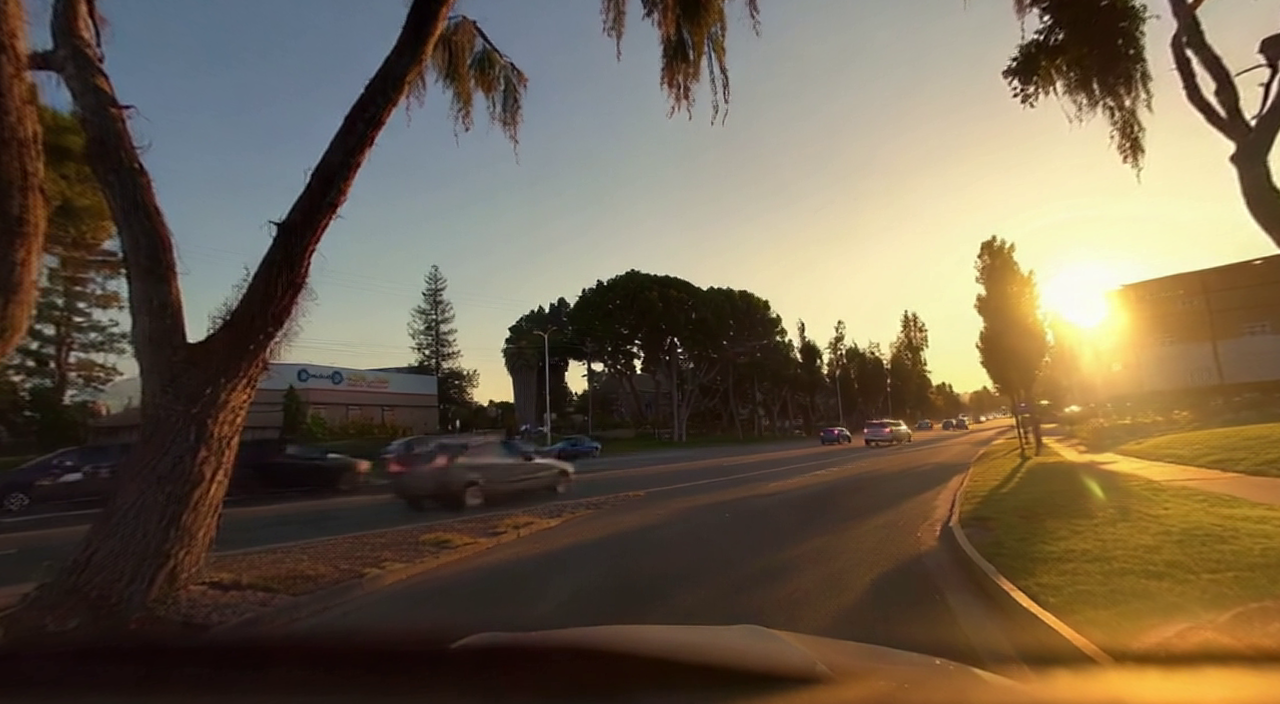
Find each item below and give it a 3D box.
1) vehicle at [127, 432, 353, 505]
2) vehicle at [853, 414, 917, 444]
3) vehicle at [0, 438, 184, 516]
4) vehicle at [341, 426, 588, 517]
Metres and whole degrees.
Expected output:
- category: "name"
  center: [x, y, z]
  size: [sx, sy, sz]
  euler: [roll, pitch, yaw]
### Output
- category: "vehicle"
  center: [-11.239, 3.291, 18.111]
  size: [2.506, 1.718, 4.822]
  euler: [-11, -13, 35]
- category: "vehicle"
  center: [17.650, 5.605, 45.366]
  size: [2.517, 1.936, 4.748]
  euler: [-10, -13, 43]
- category: "vehicle"
  center: [-17.061, 3.644, 19.005]
  size: [2.294, 2.000, 4.788]
  euler: [-6, -9, 30]
- category: "vehicle"
  center: [-3.306, 2.315, 12.784]
  size: [1.984, 1.482, 4.482]
  euler: [-8, -11, 38]
